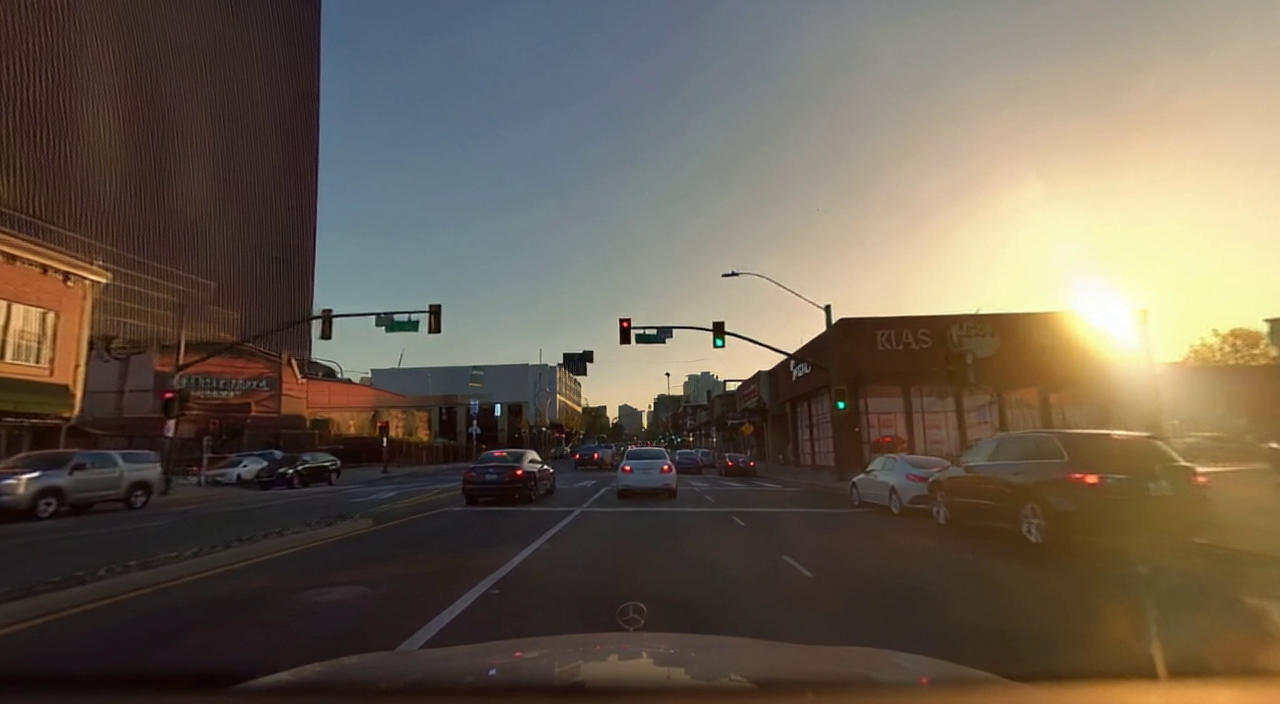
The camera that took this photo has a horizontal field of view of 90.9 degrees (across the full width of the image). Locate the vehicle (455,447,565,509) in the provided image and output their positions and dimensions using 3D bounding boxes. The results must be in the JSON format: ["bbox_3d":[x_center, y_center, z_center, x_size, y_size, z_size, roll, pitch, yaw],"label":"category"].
[{"bbox_3d":[-3.360,3.346,17.217,1.950,1.450,4.257,0,-9,2],"label":"vehicle"}]

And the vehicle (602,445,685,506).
[{"bbox_3d":[0.082,3.381,17.725,2.037,1.484,4.073,0,-9,0],"label":"vehicle"}]

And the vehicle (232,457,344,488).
[{"bbox_3d":[-19.111,6.497,34.254,5.163,1.510,2.174,-3,-9,16],"label":"vehicle"}]

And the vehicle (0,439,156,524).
[{"bbox_3d":[-15.821,3.472,17.666,2.239,1.963,5.779,4,-9,-25],"label":"vehicle"}]

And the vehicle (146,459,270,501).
[{"bbox_3d":[-17.234,5.116,25.479,1.774,1.436,4.473,0,-9,1],"label":"vehicle"}]

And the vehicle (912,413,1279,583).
[{"bbox_3d":[6.511,2.032,9.758,2.289,1.867,5.322,0,-9,1],"label":"vehicle"}]

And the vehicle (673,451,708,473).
[{"bbox_3d":[3.523,7.744,44.668,2.047,1.463,4.514,0,-9,0],"label":"vehicle"}]

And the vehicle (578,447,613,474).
[{"bbox_3d":[-2.985,7.383,43.238,2.007,1.736,4.185,0,-9,1],"label":"vehicle"}]

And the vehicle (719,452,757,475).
[{"bbox_3d":[6.861,7.801,44.401,1.944,1.462,4.406,0,-9,0],"label":"vehicle"}]
